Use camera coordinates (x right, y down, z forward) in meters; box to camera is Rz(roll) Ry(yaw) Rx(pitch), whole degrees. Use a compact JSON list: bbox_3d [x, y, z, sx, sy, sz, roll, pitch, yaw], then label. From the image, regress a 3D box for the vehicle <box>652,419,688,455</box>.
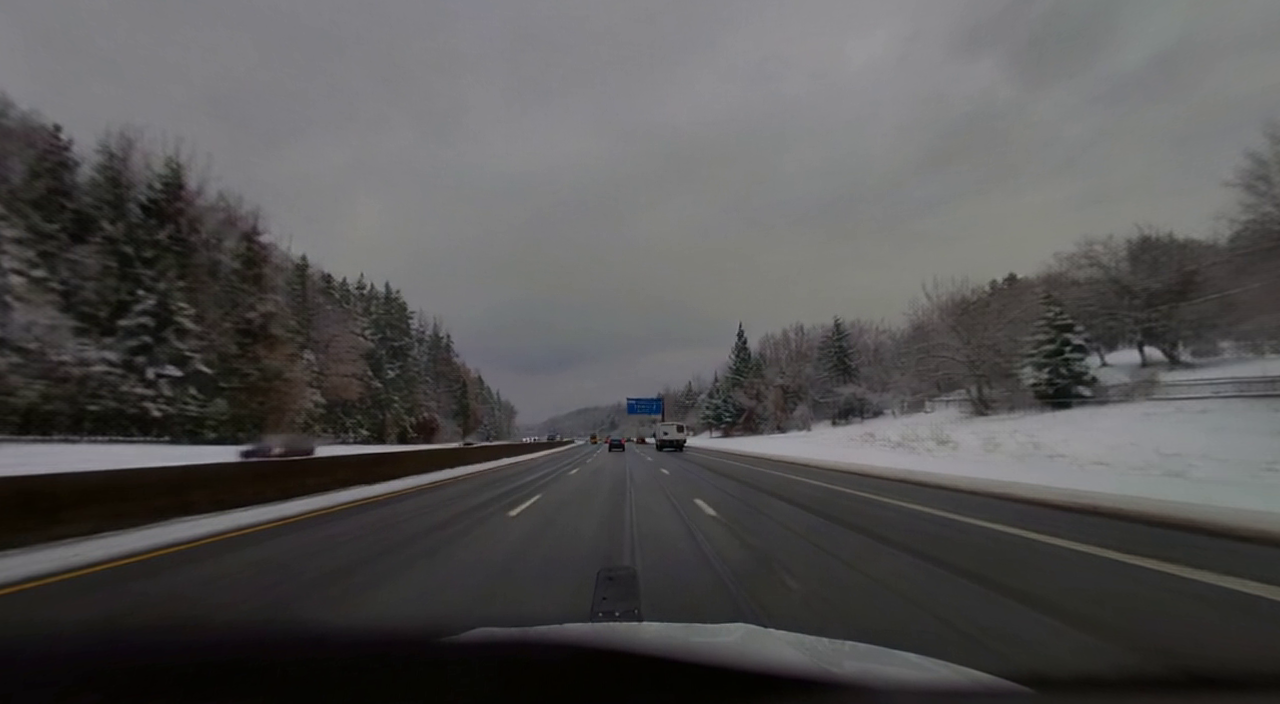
[{"bbox_3d":[2.224,6.647,48.967,2.411,2.614,5.781,0,-8,-1],"label":"vehicle"}]
